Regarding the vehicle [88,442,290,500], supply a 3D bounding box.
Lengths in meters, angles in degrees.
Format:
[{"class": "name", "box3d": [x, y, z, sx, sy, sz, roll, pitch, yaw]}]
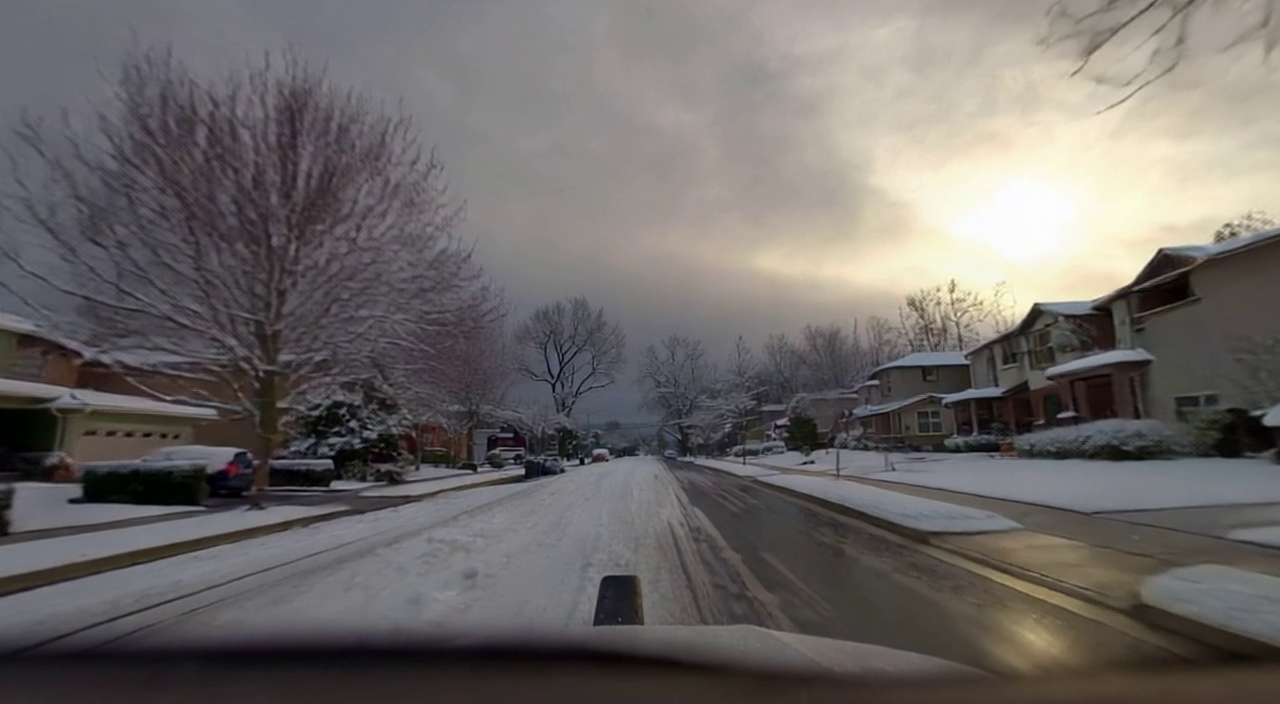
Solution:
[{"class": "vehicle", "box3d": [-13.869, 3.671, 19.569, 4.850, 1.676, 1.920, -1, -9, 3]}]
